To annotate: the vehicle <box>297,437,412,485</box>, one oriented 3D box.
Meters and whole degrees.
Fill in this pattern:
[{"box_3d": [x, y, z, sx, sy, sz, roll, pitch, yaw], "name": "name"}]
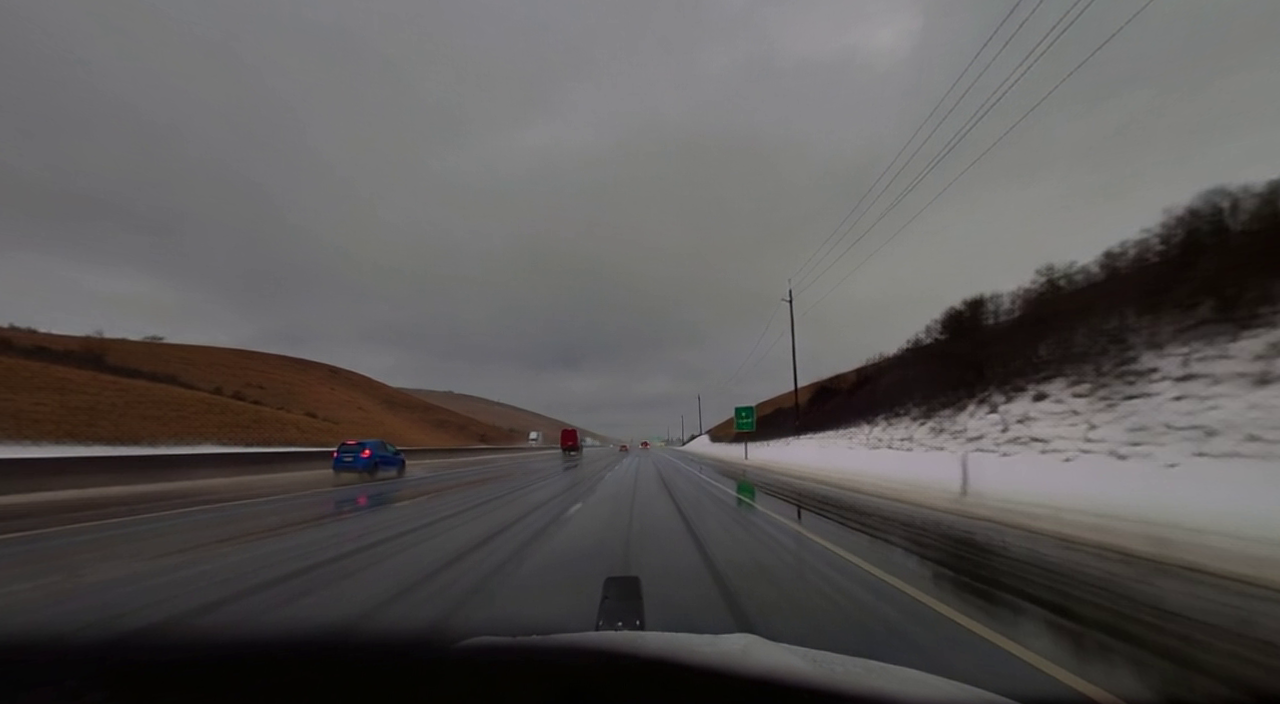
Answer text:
[{"box_3d": [-10.372, 3.996, 23.374, 1.971, 1.558, 4.847, 1, -9, 0], "name": "vehicle"}]
